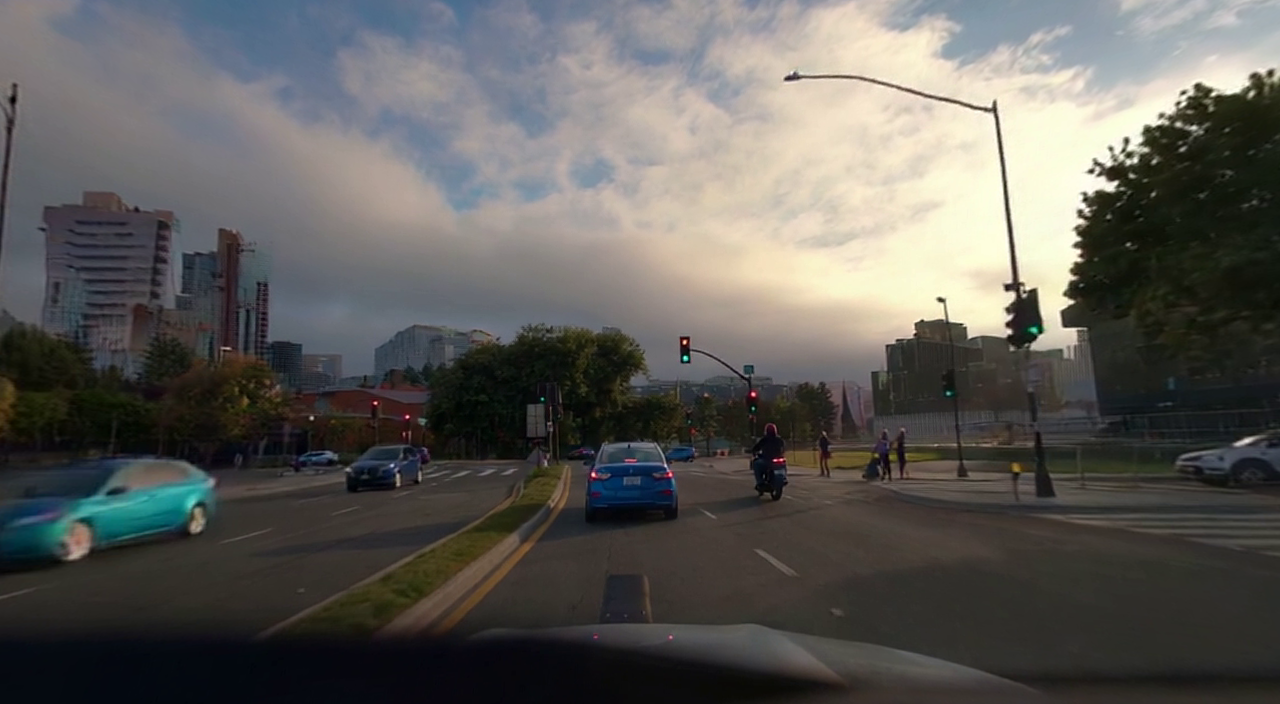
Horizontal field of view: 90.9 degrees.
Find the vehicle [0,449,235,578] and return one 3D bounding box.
[{"bbox_3d":[-8.563,2.264,9.678,1.952,1.487,4.351,0,-9,-3],"label":"vehicle"}]

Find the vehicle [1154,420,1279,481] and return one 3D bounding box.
[{"bbox_3d":[16.401,2.475,15.924,5.007,1.479,1.866,-6,-10,32],"label":"vehicle"}]

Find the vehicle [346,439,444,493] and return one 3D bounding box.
[{"bbox_3d":[-8.587,4.008,22.531,1.993,1.692,4.226,0,-9,-3],"label":"vehicle"}]

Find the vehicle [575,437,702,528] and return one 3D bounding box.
[{"bbox_3d":[-0.136,2.464,12.523,2.118,1.480,3.949,0,-9,-3],"label":"vehicle"}]
